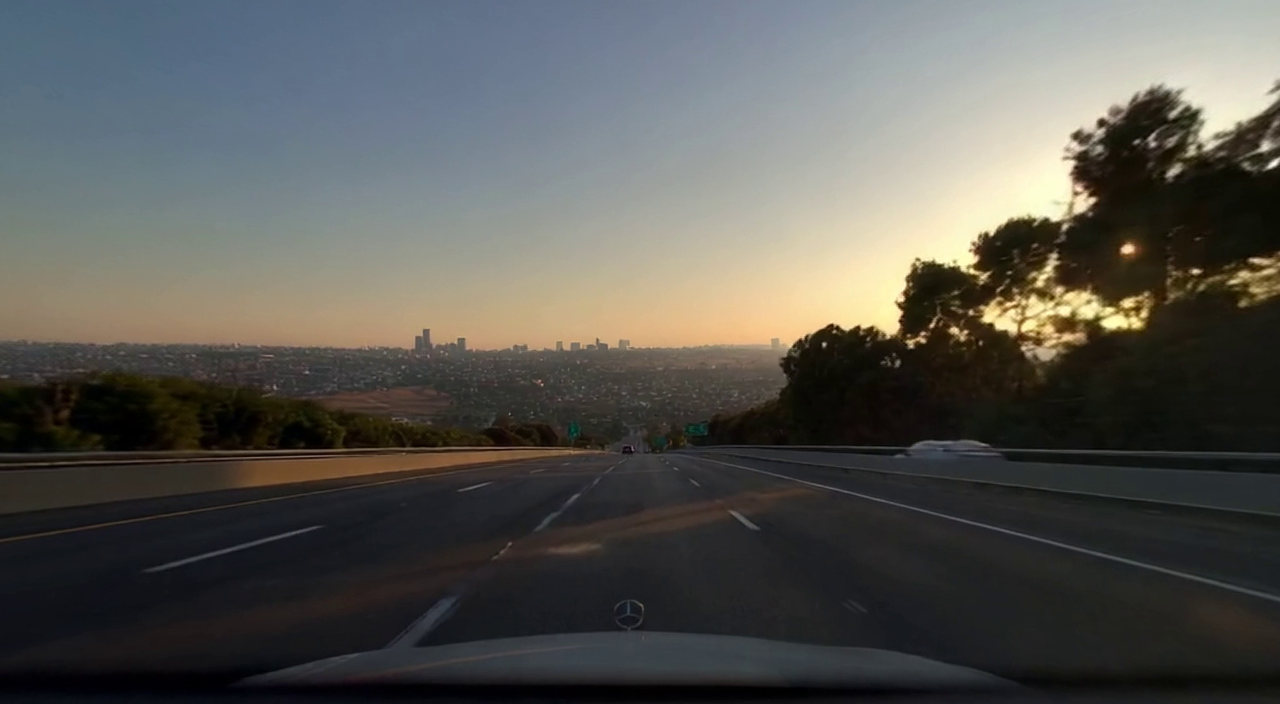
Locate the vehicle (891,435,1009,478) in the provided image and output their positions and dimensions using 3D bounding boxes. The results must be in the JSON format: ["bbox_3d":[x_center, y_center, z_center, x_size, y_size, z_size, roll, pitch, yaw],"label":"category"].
[{"bbox_3d":[12.045,4.100,25.018,1.977,1.528,5.111,0,-8,-1],"label":"vehicle"}]
